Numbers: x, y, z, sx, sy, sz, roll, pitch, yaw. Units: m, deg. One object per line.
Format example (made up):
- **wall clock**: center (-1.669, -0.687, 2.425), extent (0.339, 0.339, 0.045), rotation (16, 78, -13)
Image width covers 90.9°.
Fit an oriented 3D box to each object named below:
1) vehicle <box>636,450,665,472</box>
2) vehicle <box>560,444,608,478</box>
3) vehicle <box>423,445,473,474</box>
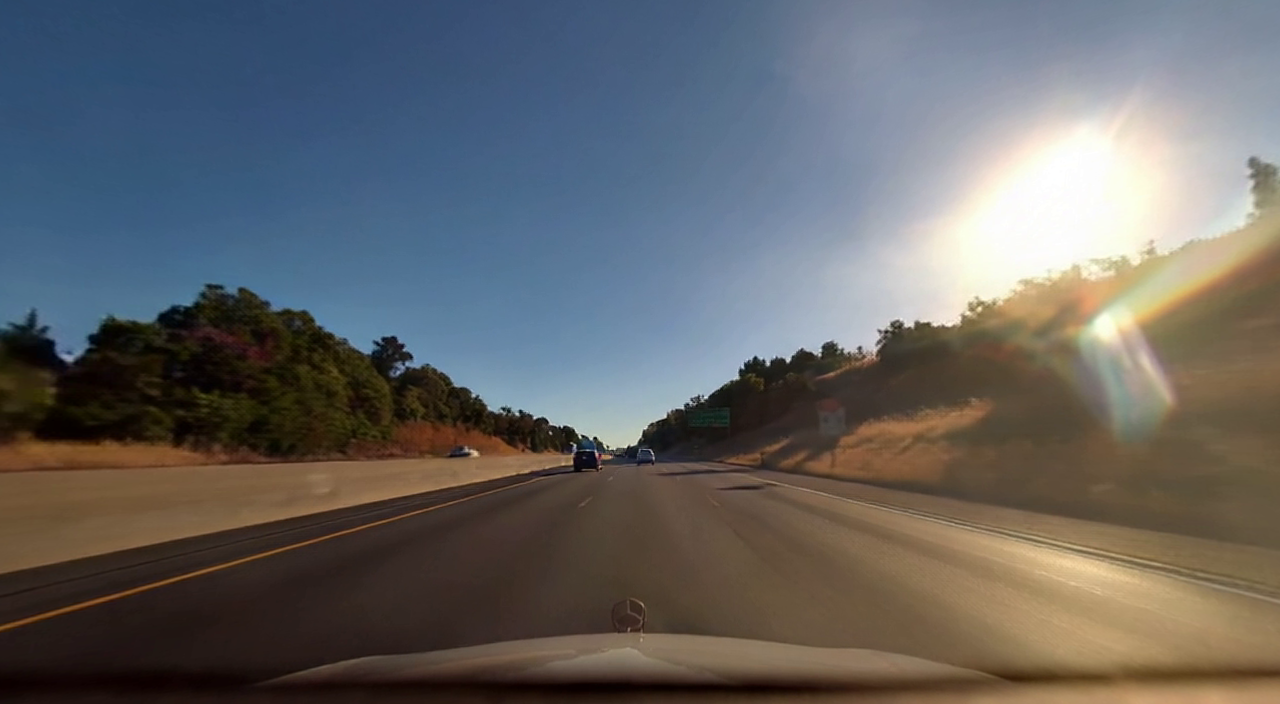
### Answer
- **vehicle**: center (0.772, 7.996, 46.454), extent (2.036, 1.519, 4.225), rotation (0, -9, 0)
- **vehicle**: center (-2.985, 5.958, 34.652), extent (2.143, 1.770, 4.283), rotation (0, -9, 1)
- **vehicle**: center (-13.444, 7.560, 44.471), extent (2.072, 1.878, 4.726), rotation (0, -9, -1)
